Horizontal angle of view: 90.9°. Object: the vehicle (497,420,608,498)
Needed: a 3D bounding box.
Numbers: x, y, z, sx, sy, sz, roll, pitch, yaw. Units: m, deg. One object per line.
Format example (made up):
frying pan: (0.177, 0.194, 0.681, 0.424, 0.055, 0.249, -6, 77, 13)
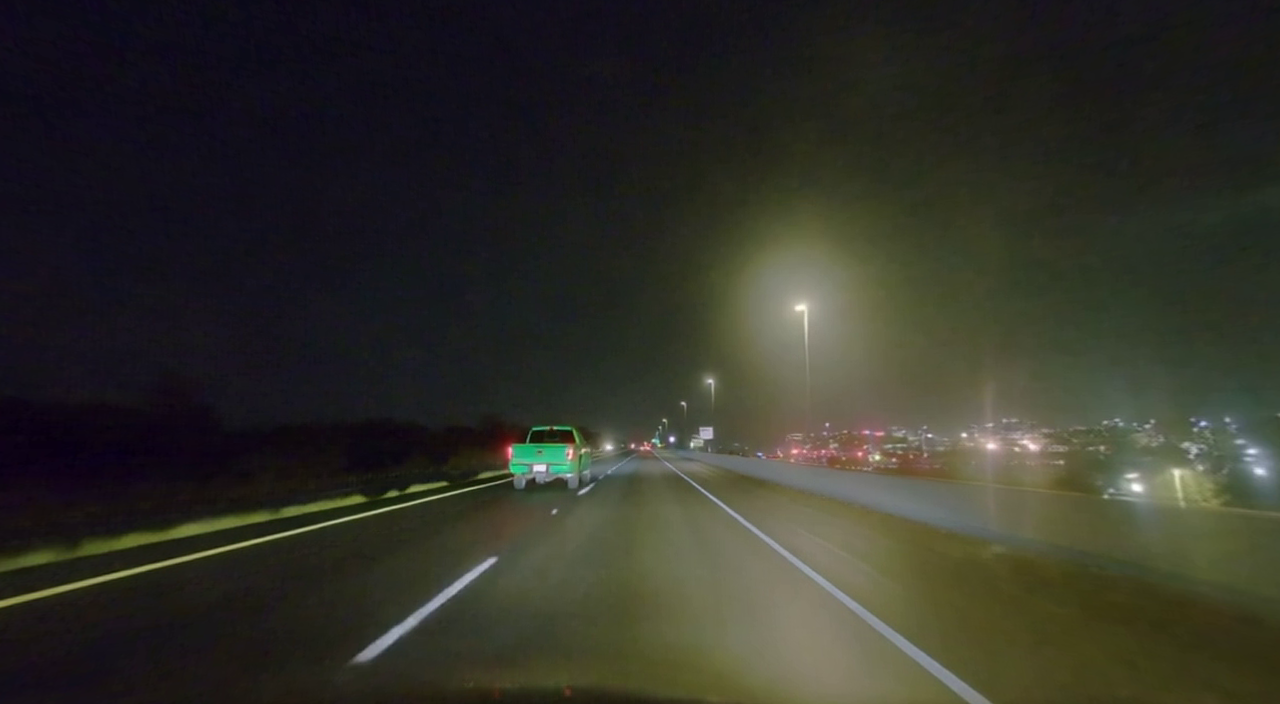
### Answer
vehicle: (-2.349, 3.108, 18.725, 2.350, 1.932, 5.562, 0, -8, 2)
